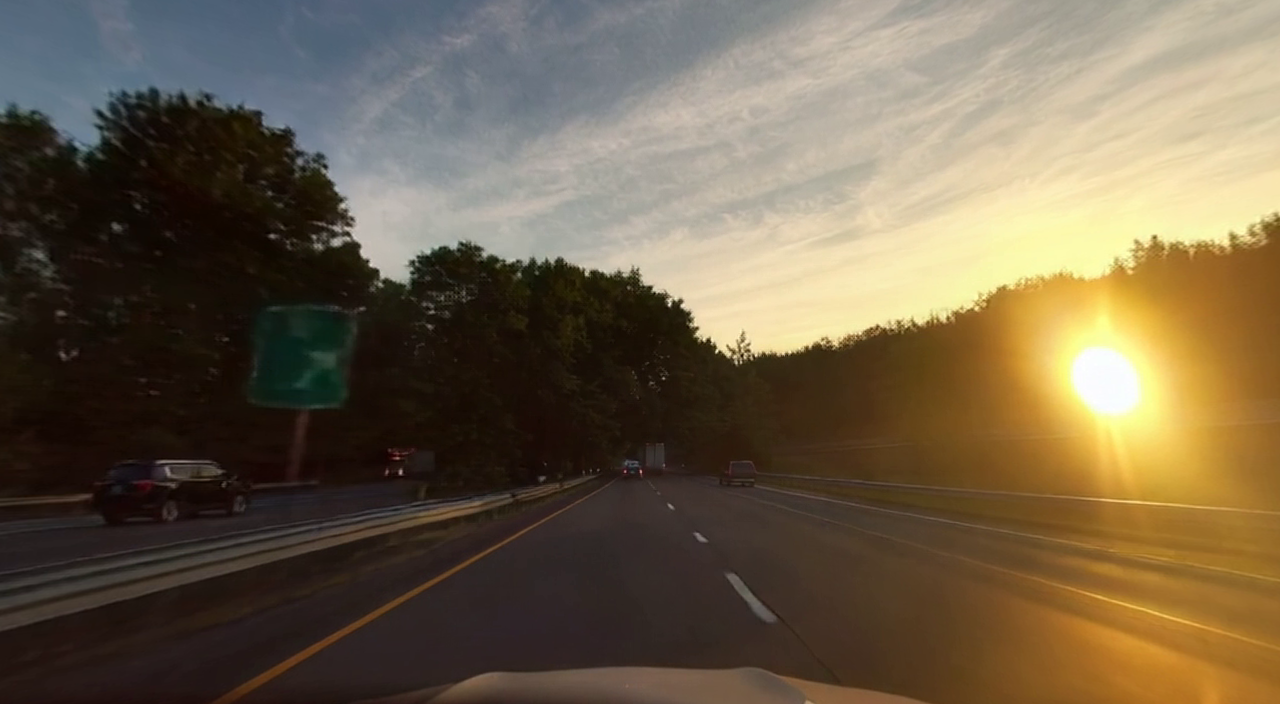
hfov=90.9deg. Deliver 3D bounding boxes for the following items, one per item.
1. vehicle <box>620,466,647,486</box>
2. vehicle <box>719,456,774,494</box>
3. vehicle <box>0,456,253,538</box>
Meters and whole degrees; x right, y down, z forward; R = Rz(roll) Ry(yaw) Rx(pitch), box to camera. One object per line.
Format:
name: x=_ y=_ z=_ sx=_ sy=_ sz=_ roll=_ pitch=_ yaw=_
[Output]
vehicle: x=-0.487 y=9.578 z=48.755 sx=1.987 sy=1.467 sz=3.903 roll=1 pitch=-10 yaw=-1
vehicle: x=5.419 y=6.351 z=32.607 sx=1.998 sy=1.776 sz=4.663 roll=1 pitch=-10 yaw=-1
vehicle: x=-11.983 y=3.405 z=15.316 sx=1.952 sy=1.618 sz=4.859 roll=1 pitch=-10 yaw=1
